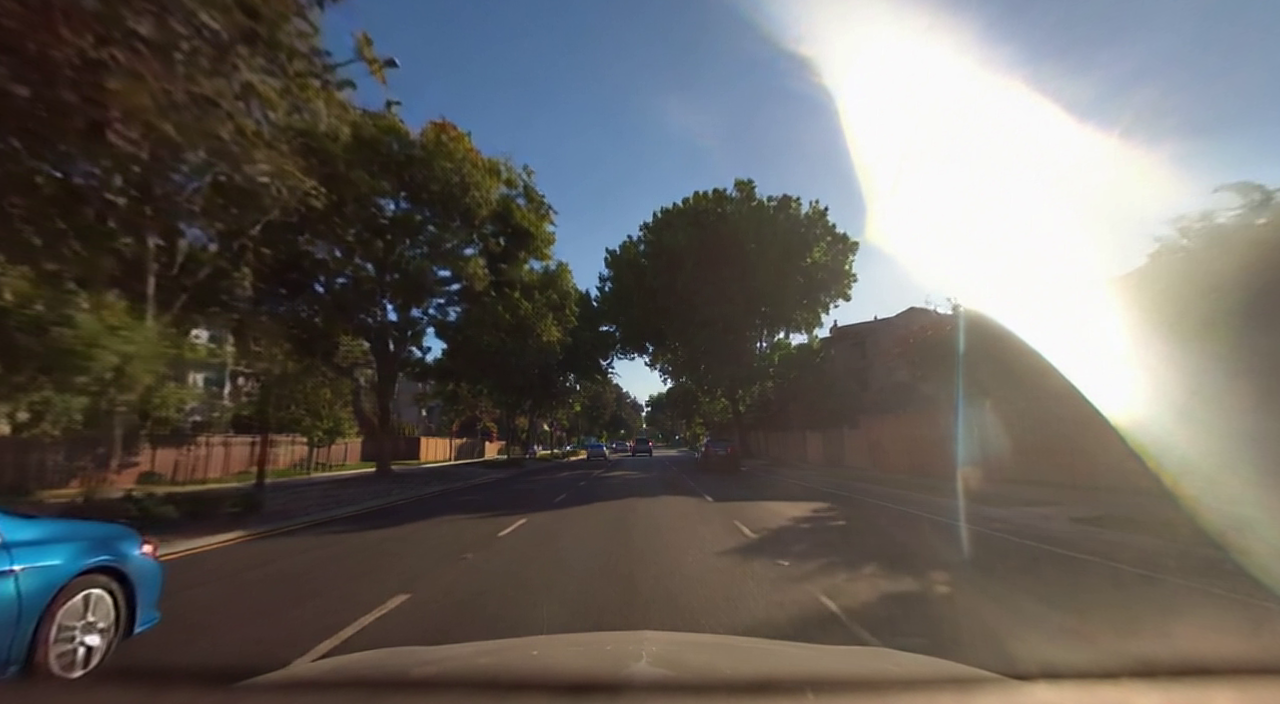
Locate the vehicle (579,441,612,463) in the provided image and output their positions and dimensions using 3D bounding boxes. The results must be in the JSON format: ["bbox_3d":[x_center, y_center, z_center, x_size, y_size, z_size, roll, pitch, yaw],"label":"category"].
[{"bbox_3d":[-3.015,6.877,43.533,1.940,1.473,4.133,0,-8,1],"label":"vehicle"}]

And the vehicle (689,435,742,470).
[{"bbox_3d":[3.817,5.170,32.642,2.182,1.688,4.187,0,-8,-1],"label":"vehicle"}]

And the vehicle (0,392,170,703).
[{"bbox_3d":[-3.730,0.685,0.974,2.091,1.503,4.989,0,-8,1],"label":"vehicle"}]
